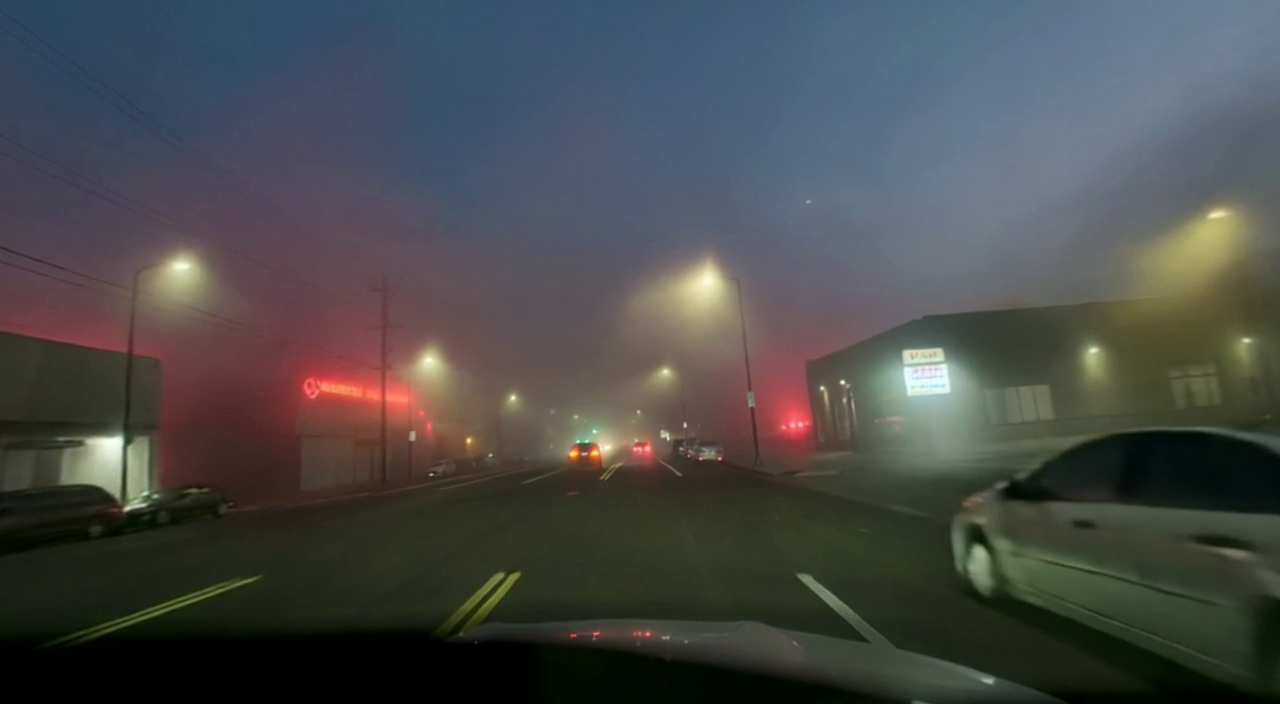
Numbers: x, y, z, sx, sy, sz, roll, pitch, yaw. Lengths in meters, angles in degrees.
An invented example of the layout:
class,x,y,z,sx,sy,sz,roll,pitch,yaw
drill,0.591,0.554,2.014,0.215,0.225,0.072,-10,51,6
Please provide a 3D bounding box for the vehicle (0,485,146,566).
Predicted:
class,x,y,z,sx,sy,sz,roll,pitch,yaw
vehicle,-15.691,4.339,16.025,2.081,1.549,5.190,0,-8,0

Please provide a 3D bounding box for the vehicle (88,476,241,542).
class,x,y,z,sx,sy,sz,roll,pitch,yaw
vehicle,-15.625,5.126,21.098,1.793,1.437,4.415,-6,-7,-1

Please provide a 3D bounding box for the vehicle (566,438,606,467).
class,x,y,z,sx,sy,sz,roll,pitch,yaw
vehicle,-3.551,6.772,42.636,2.348,1.831,4.737,0,-8,-1

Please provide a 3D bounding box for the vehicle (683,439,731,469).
class,x,y,z,sx,sy,sz,roll,pitch,yaw
vehicle,3.599,5.609,34.854,2.042,1.487,5.033,-1,-8,-1

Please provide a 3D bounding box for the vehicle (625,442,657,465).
class,x,y,z,sx,sy,sz,roll,pitch,yaw
vehicle,0.018,6.918,43.287,2.099,1.470,4.270,0,-8,-1

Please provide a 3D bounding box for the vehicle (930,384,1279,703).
class,x,y,z,sx,sy,sz,roll,pitch,yaw
vehicle,3.394,0.900,2.587,2.057,1.490,4.422,0,-8,-4
